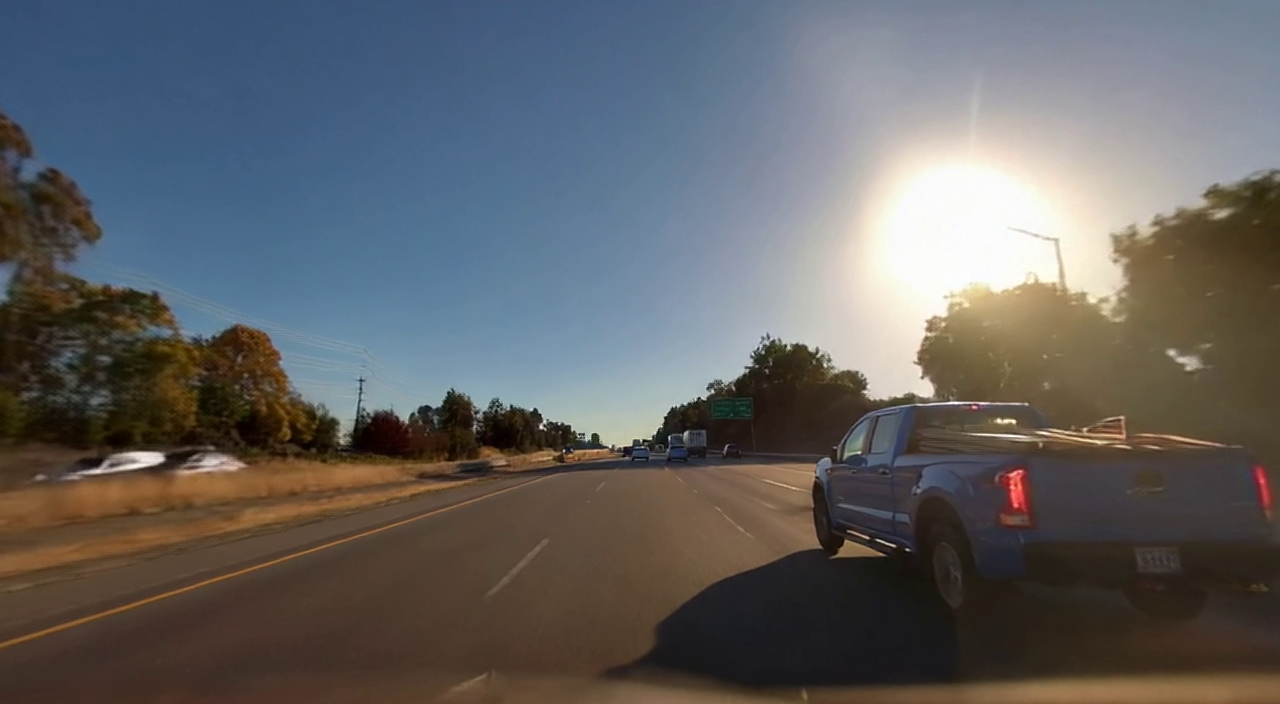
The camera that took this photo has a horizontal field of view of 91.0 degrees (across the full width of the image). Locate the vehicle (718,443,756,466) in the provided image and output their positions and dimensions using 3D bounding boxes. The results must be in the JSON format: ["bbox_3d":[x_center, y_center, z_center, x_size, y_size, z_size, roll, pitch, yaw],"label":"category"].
[{"bbox_3d":[7.443,7.916,48.755,2.189,1.704,4.521,0,-9,0],"label":"vehicle"}]

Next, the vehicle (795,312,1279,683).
[{"bbox_3d":[3.472,1.210,6.379,2.354,2.079,5.586,0,-9,0],"label":"vehicle"}]

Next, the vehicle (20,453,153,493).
[{"bbox_3d":[-25.119,5.457,28.841,1.927,1.614,4.512,0,-9,1],"label":"vehicle"}]

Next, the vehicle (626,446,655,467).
[{"bbox_3d":[0.055,7.695,46.584,2.030,1.473,3.926,0,-9,0],"label":"vehicle"}]

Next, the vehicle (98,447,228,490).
[{"bbox_3d":[-21.414,5.221,28.603,2.082,1.753,4.783,0,-9,1],"label":"vehicle"}]
